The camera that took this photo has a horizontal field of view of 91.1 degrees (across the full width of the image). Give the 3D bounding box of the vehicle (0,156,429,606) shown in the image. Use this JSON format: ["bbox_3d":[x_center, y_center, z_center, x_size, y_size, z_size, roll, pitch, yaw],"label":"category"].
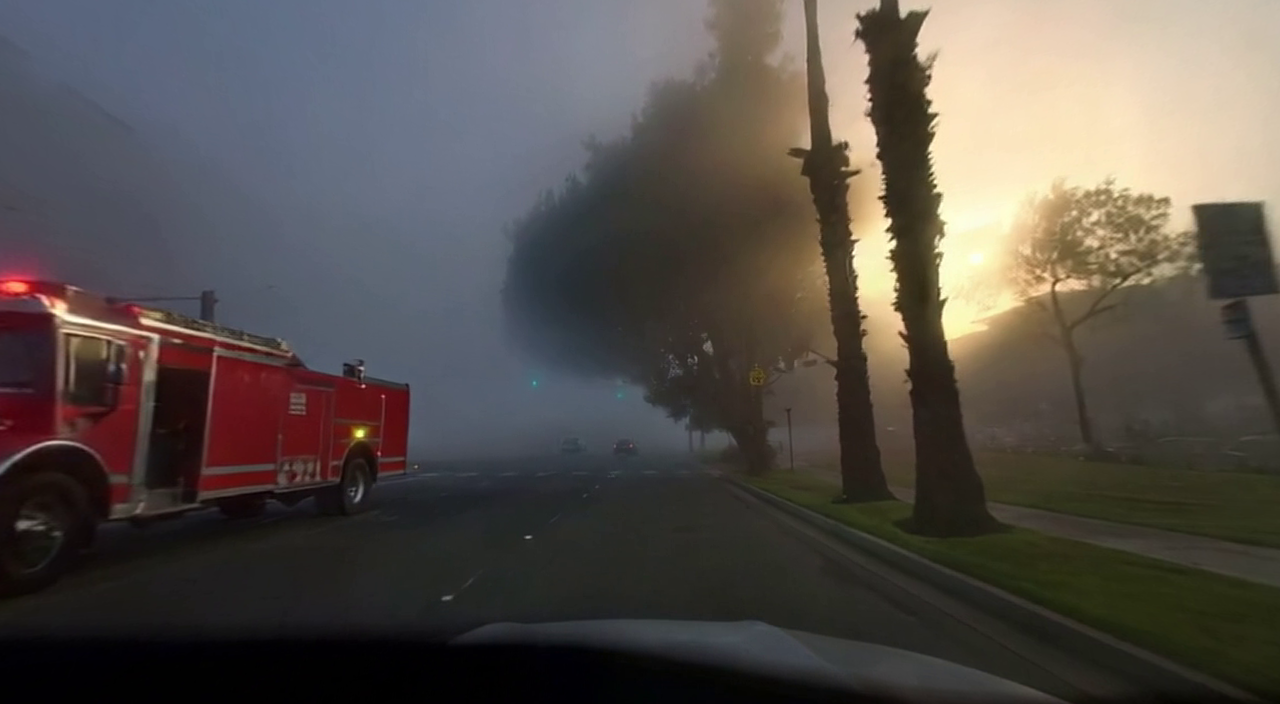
[{"bbox_3d":[-6.880,0.948,9.892,3.008,3.730,11.786,0,-9,0],"label":"vehicle"}]
